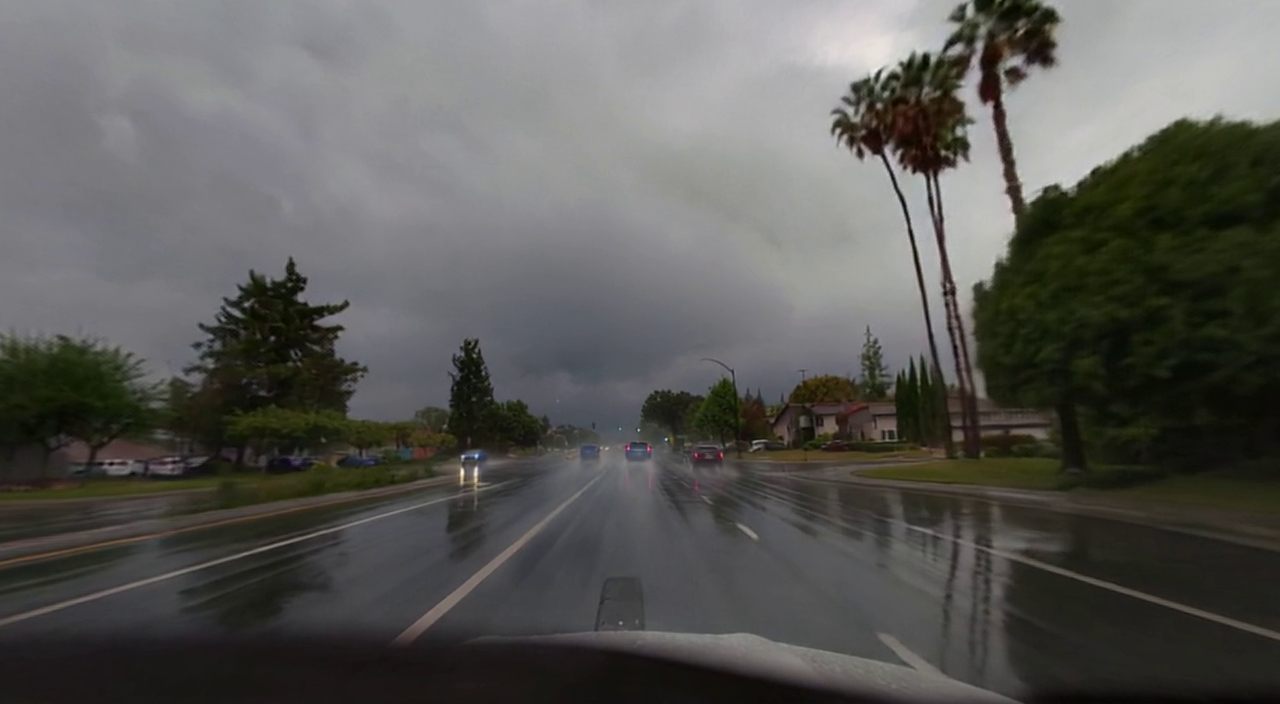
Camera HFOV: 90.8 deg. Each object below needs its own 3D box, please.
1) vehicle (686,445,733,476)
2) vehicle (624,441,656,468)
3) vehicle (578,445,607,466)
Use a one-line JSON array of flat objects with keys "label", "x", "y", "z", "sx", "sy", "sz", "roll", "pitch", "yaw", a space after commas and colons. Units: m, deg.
[{"label": "vehicle", "x": 3.425, "y": 5.423, "z": 31.892, "sx": 1.830, "sy": 1.451, "sz": 4.009, "roll": 0, "pitch": -8, "yaw": -1}, {"label": "vehicle", "x": -0.038, "y": 6.979, "z": 43.247, "sx": 2.043, "sy": 1.734, "sz": 4.253, "roll": 0, "pitch": -8, "yaw": -1}, {"label": "vehicle", "x": -3.608, "y": 7.940, "z": 48.701, "sx": 2.000, "sy": 1.569, "sz": 3.794, "roll": 0, "pitch": -8, "yaw": -1}]
